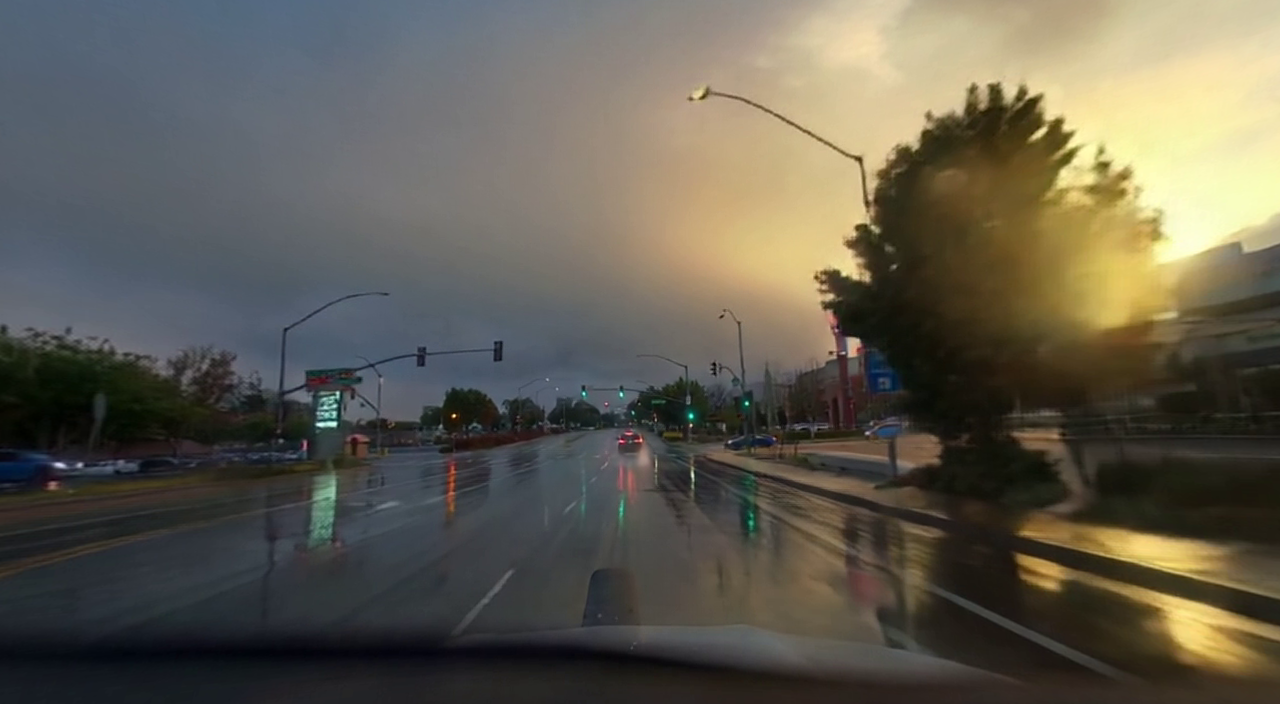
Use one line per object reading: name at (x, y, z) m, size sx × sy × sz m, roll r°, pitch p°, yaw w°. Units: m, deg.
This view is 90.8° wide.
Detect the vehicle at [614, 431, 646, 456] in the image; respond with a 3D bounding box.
vehicle at (-0.693, 6.283, 43.249) m, size 2.024 × 1.628 × 4.774 m, roll 0°, pitch -8°, yaw -1°

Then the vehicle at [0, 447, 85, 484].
vehicle at (-30.608, 5.497, 30.747) m, size 5.136 × 1.723 × 1.953 m, roll 0°, pitch -9°, yaw -3°
